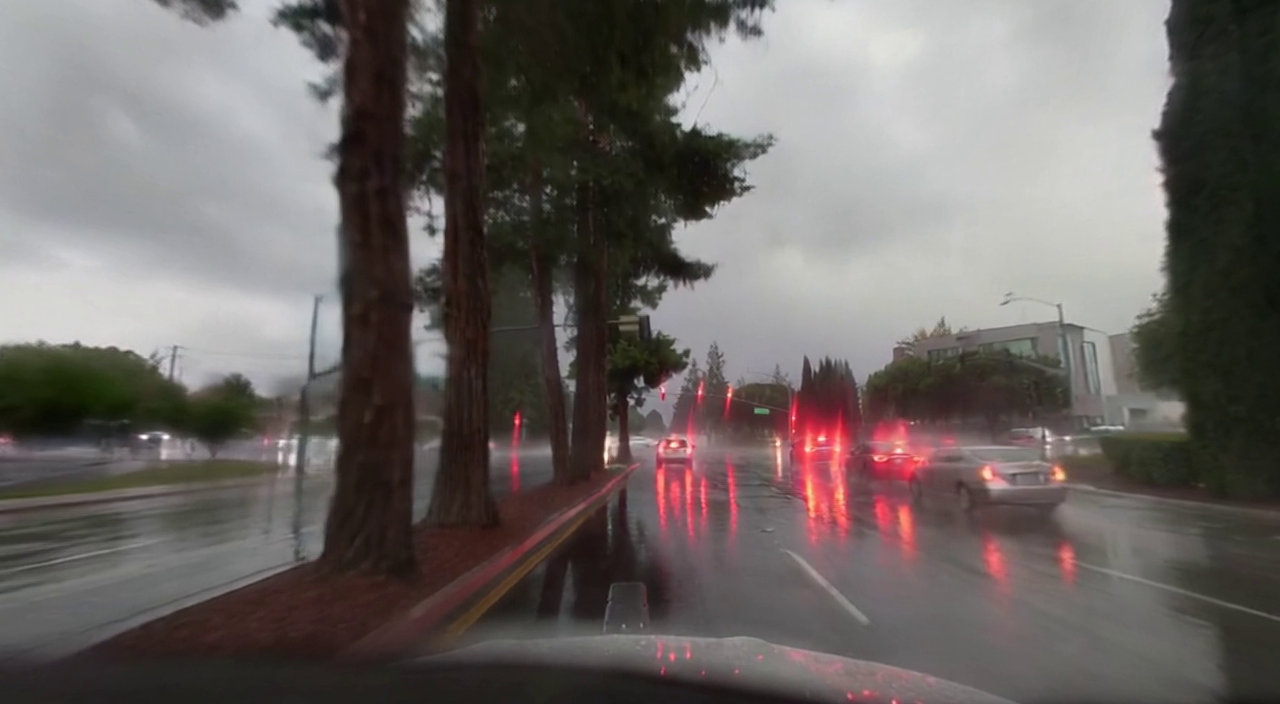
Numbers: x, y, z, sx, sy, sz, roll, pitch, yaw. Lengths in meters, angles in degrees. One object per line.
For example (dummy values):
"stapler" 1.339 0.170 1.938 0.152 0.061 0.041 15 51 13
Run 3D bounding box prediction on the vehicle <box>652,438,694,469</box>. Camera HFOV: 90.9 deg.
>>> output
"vehicle" 1.662 5.217 32.649 2.041 1.485 3.813 -1 -8 2

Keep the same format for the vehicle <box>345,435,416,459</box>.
"vehicle" -20.501 7.503 49.953 4.786 1.803 1.967 -1 -8 6

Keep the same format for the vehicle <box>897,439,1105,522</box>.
"vehicle" 7.535 2.688 13.876 1.947 1.478 4.731 -1 -8 3

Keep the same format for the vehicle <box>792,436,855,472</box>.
"vehicle" 8.592 4.821 29.932 1.901 1.577 4.348 -1 -8 3

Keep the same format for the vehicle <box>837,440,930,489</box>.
"vehicle" 8.039 3.722 21.197 1.726 1.467 3.793 -1 -8 2
